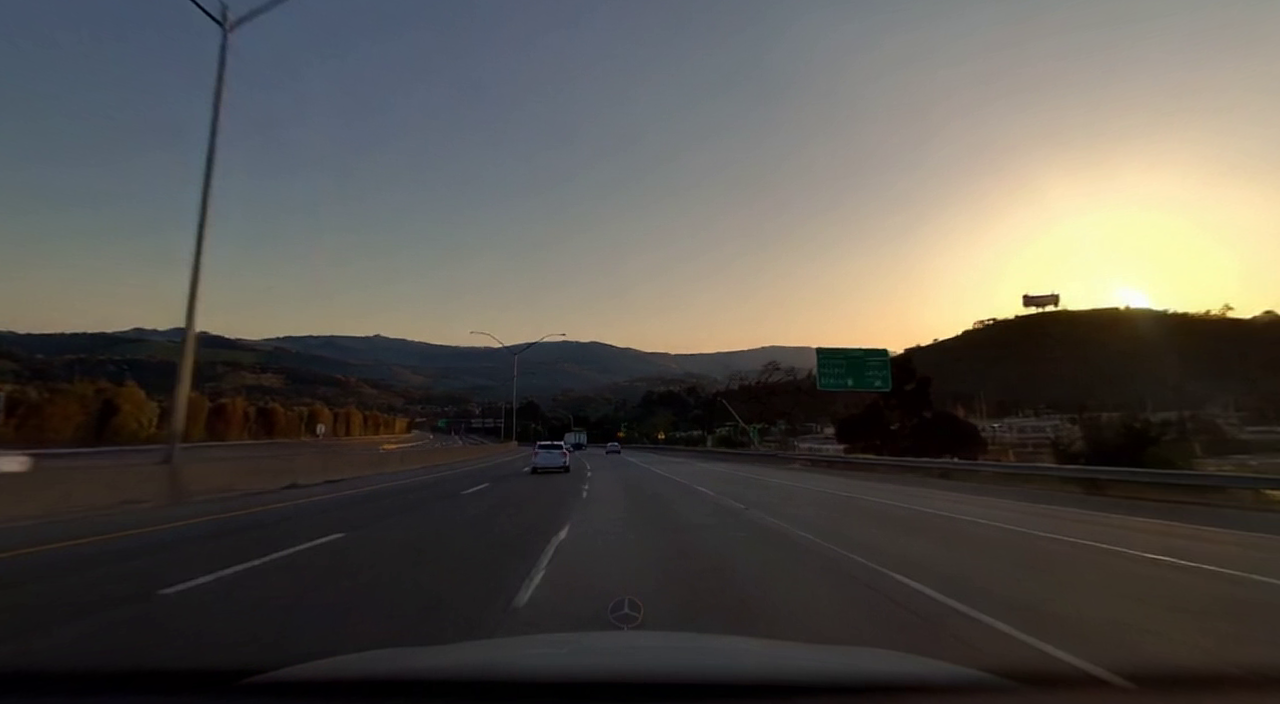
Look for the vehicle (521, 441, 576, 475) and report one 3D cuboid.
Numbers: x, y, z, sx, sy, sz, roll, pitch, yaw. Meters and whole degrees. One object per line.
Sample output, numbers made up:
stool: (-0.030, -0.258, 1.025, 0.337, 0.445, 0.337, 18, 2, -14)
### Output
vehicle: (-4.244, 4.980, 29.978, 2.193, 1.497, 4.337, 0, -8, -3)
